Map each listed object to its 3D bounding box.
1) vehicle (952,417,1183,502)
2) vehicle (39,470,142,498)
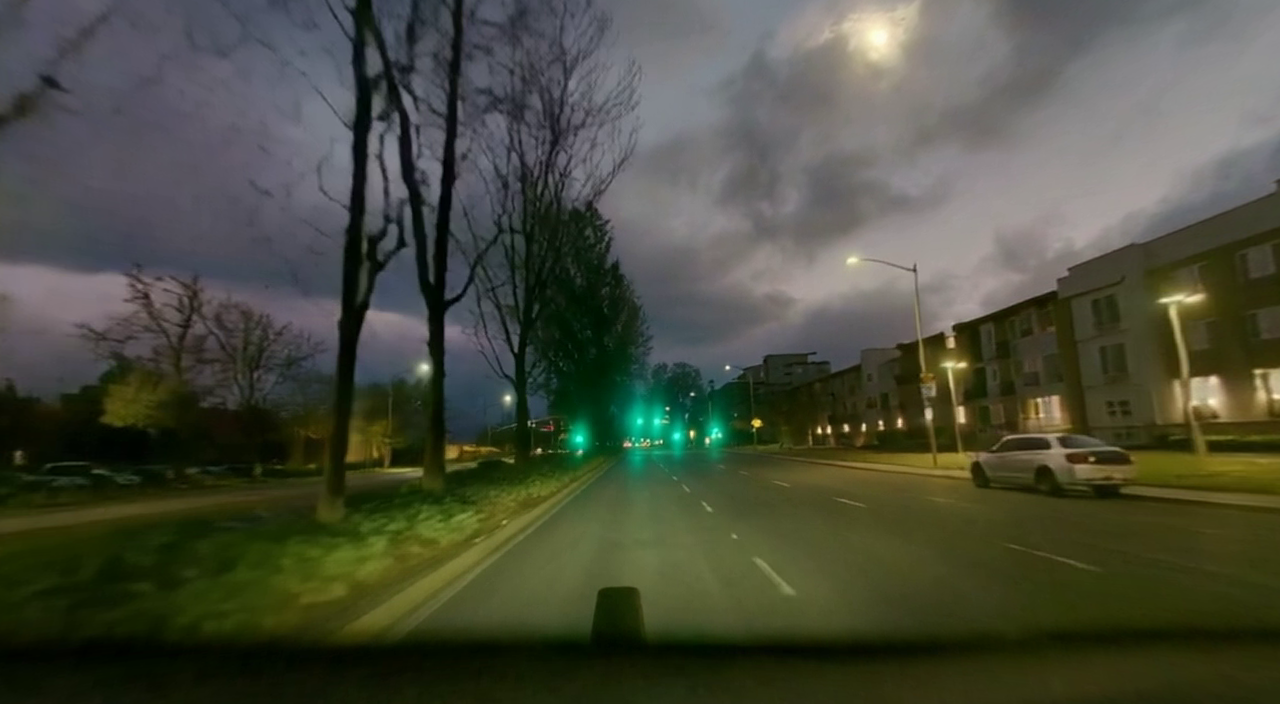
[{"bbox_3d":[10.016,2.579,15.469,2.051,1.726,4.898,0,-9,-3],"label":"vehicle"},{"bbox_3d":[-30.674,7.373,35.384,3.930,1.431,1.645,2,-9,-12],"label":"vehicle"}]
